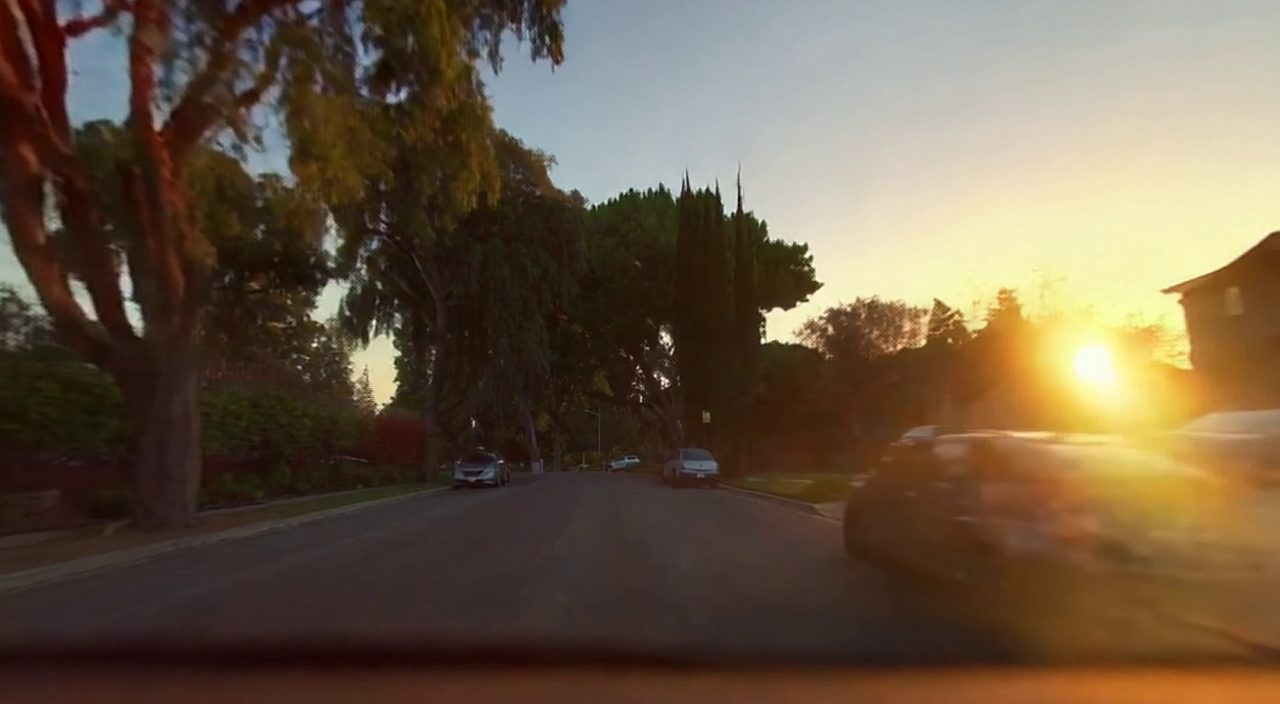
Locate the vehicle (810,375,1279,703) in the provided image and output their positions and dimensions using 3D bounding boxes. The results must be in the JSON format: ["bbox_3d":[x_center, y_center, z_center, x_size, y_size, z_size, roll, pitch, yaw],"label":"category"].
[{"bbox_3d":[3.330,1.336,5.848,1.990,1.753,4.783,0,-8,-2],"label":"vehicle"}]

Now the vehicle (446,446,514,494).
[{"bbox_3d":[-6.664,4.915,26.754,2.051,1.575,4.581,-2,-7,-5],"label":"vehicle"}]

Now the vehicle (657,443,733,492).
[{"bbox_3d":[2.116,4.613,25.665,2.163,1.742,4.239,1,-8,-8],"label":"vehicle"}]
